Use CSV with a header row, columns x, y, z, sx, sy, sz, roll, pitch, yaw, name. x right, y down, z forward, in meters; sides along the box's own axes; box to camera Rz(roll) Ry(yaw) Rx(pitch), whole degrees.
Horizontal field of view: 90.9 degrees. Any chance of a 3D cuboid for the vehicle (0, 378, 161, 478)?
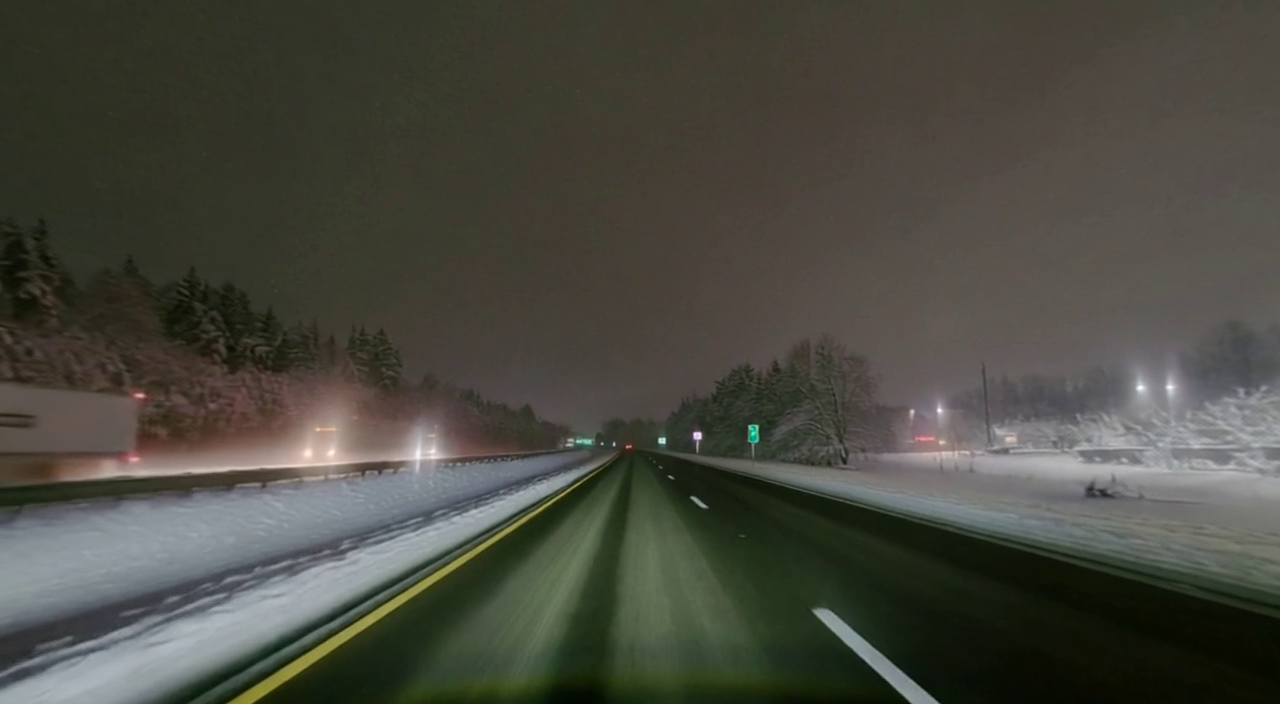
x,y,z,sx,sy,sz,roll,pitch,yaw,name
-28.661,3.325,27.309,2.920,4.198,16.691,0,-8,0,vehicle
